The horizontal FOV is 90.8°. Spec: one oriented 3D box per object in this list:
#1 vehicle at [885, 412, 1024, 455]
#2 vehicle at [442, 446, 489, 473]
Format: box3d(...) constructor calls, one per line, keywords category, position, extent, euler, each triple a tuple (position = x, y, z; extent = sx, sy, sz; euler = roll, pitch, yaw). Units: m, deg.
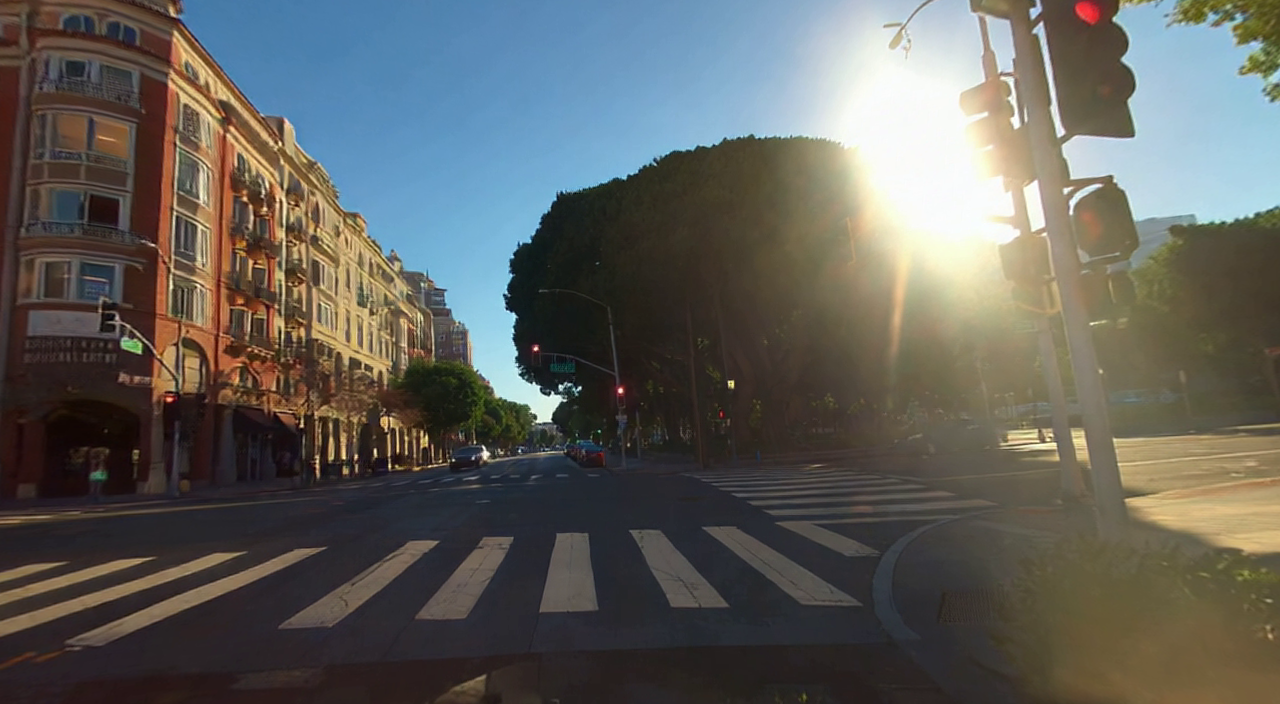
box3d(category="vehicle", position=(12.490, 3.279, 25.202), extent=(4.626, 1.636, 2.004), euler=(2, -9, -11))
box3d(category="vehicle", position=(-10.454, 6.472, 38.162), extent=(2.196, 1.503, 4.371), euler=(1, -9, -8))
